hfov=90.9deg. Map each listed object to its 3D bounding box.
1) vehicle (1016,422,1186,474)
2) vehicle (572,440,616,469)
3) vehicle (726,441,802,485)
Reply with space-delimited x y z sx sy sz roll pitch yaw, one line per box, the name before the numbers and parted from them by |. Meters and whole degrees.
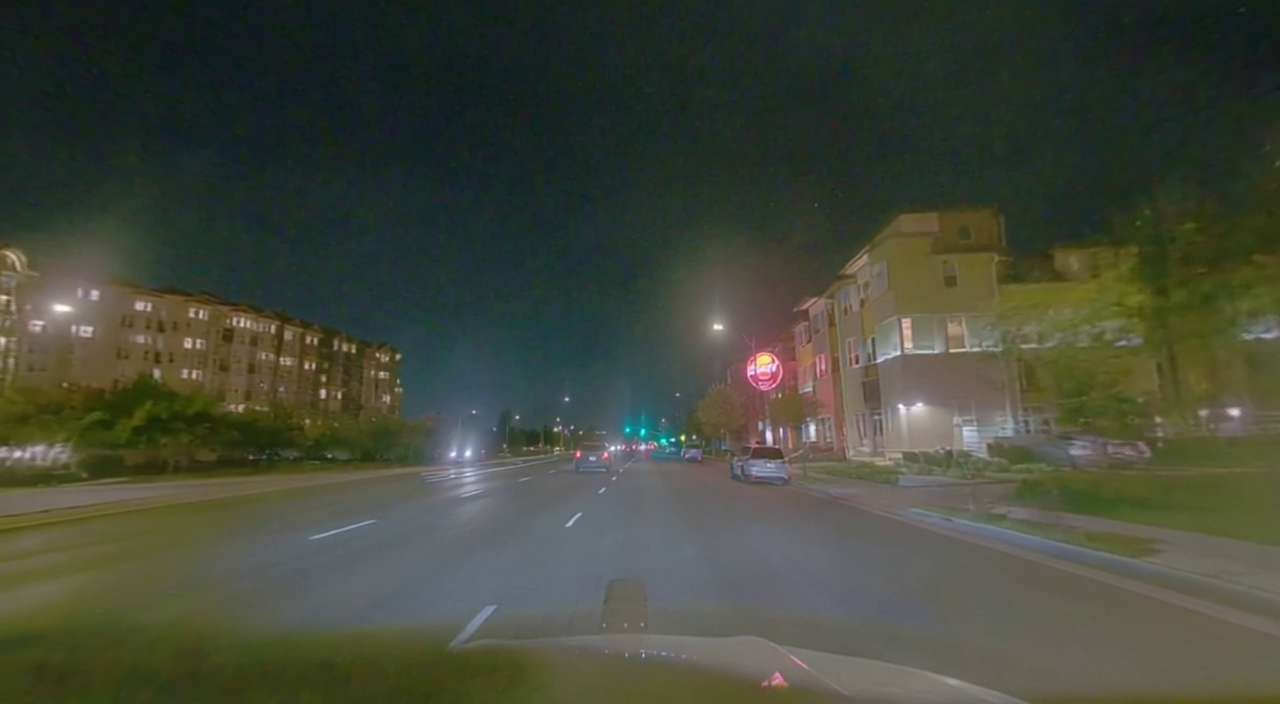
vehicle | 15.832 3.360 22.060 2.259 1.602 4.606 0 -9 -4
vehicle | -2.625 6.005 37.126 2.176 1.543 4.335 0 -9 1
vehicle | 4.631 4.212 24.198 2.025 1.500 4.465 0 -9 0
